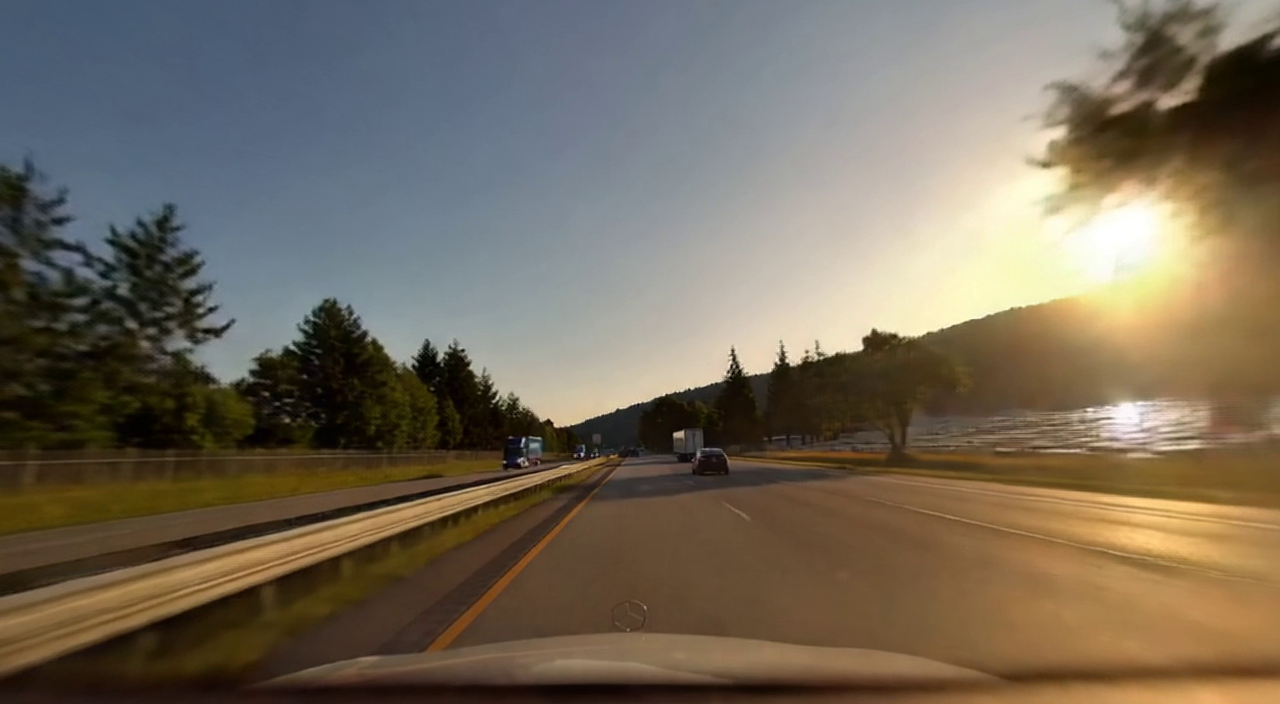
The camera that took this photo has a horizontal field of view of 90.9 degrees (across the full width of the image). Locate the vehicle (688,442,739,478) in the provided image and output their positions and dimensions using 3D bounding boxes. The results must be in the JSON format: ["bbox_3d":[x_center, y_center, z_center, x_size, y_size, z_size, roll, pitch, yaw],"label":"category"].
[{"bbox_3d":[3.765,5.624,33.099,2.093,1.742,4.167,0,-9,-1],"label":"vehicle"}]
